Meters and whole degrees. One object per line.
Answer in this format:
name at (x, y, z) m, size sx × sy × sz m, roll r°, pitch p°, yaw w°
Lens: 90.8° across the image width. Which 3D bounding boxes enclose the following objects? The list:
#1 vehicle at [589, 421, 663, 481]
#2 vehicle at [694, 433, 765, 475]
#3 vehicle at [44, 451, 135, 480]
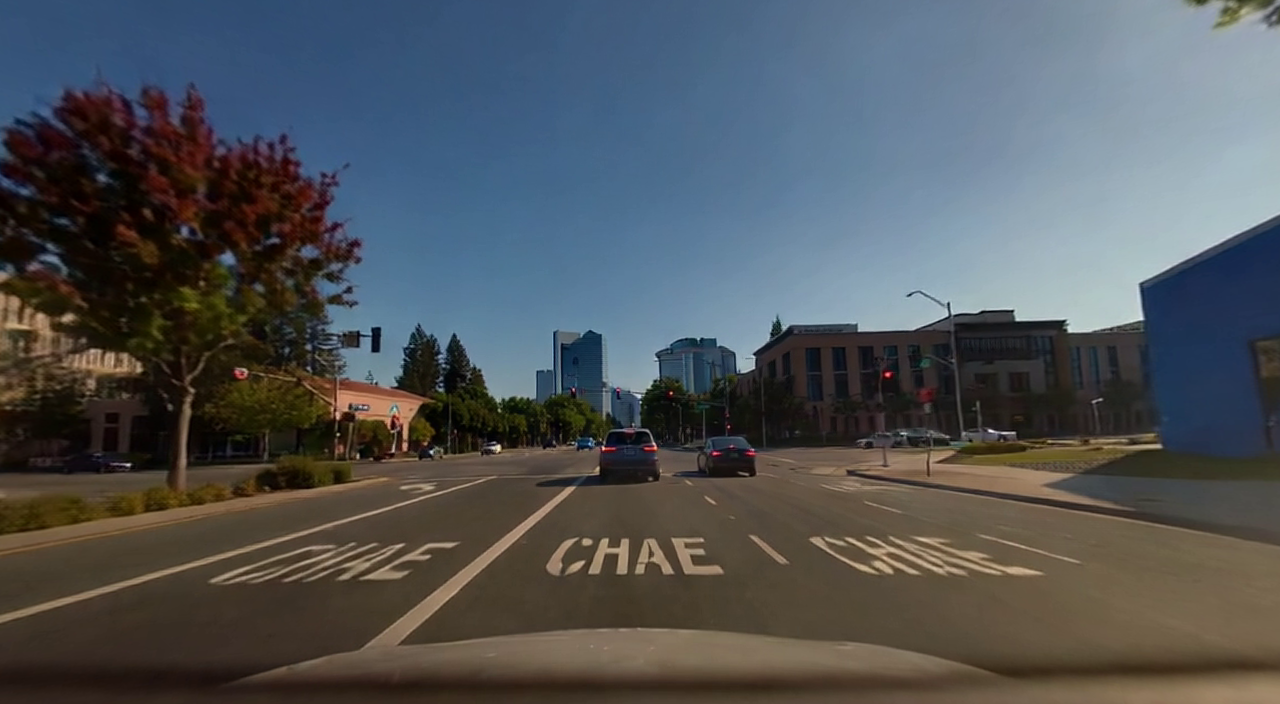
vehicle at (-0.441, 3.431, 22.060) m, size 2.313 × 1.860 × 4.319 m, roll 0°, pitch -8°, yaw 0°
vehicle at (3.421, 4.011, 25.026) m, size 2.080 × 1.472 × 4.401 m, roll 0°, pitch -8°, yaw -1°
vehicle at (-39.655, 8.175, 45.607) m, size 4.610 × 1.691 × 2.034 m, roll -3°, pitch -8°, yaw -2°
